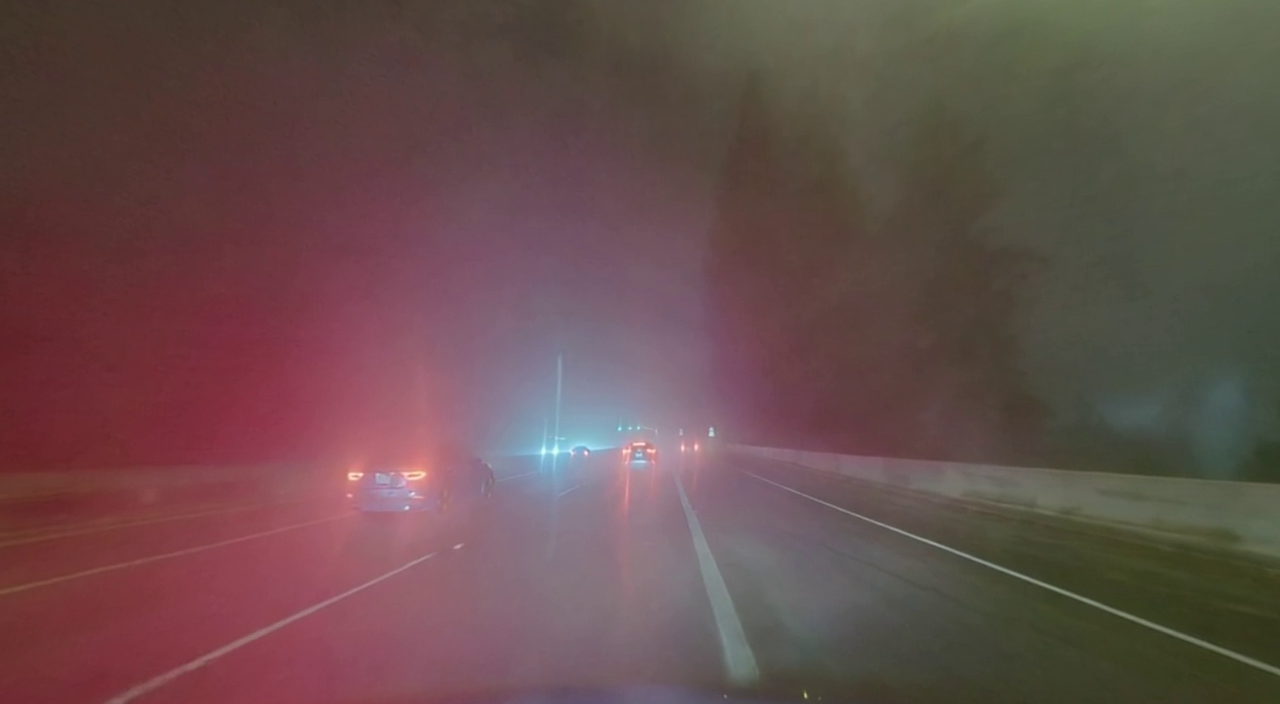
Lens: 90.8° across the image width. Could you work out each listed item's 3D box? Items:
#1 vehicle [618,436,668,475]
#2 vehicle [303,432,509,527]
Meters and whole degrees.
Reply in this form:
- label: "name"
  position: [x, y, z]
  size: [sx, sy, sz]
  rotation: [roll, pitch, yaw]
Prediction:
- label: "vehicle"
  position: [0.207, 4.707, 28.903]
  size: [2.082, 1.638, 4.644]
  rotation: [0, -9, 2]
- label: "vehicle"
  position: [-4.186, 2.377, 12.355]
  size: [1.981, 1.460, 4.792]
  rotation: [0, -9, 3]
